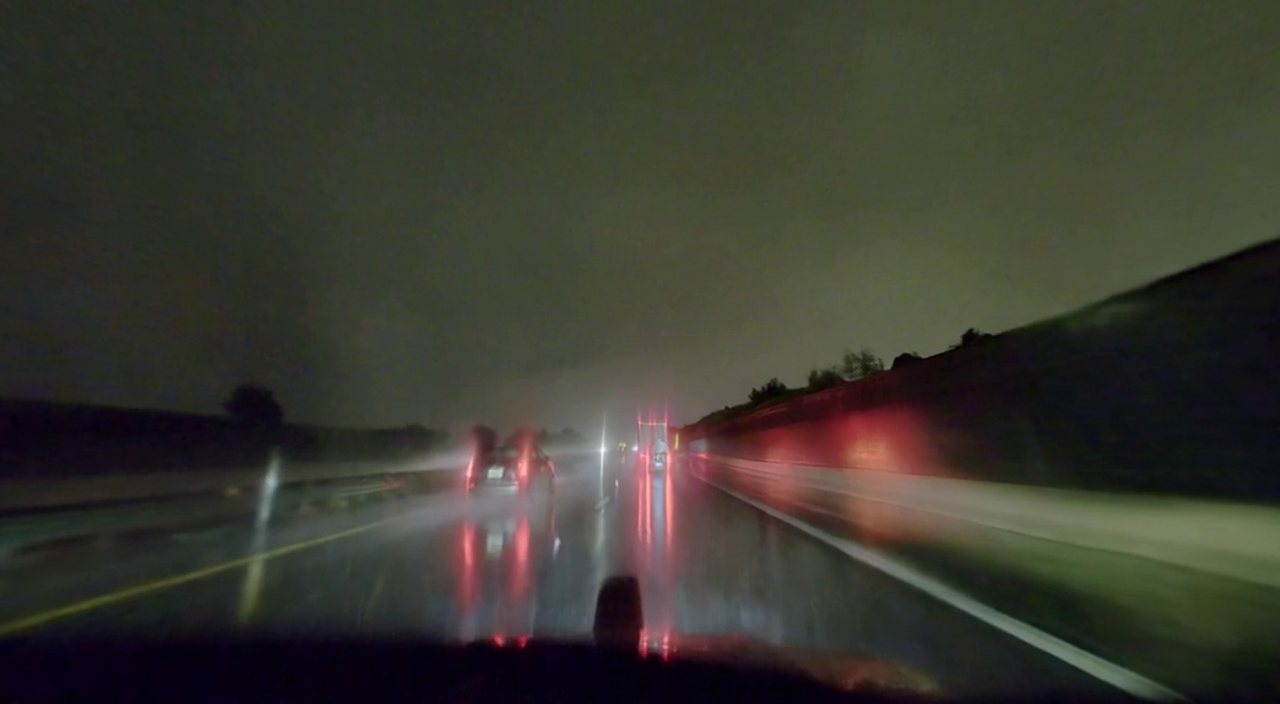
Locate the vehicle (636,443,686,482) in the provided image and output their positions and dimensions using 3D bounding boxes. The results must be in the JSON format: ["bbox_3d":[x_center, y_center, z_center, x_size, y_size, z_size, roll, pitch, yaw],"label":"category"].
[{"bbox_3d":[0.943,5.300,30.338,2.230,1.715,4.243,0,-9,0],"label":"vehicle"}]

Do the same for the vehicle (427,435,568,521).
[{"bbox_3d":[-3.065,2.843,14.695,2.181,1.653,4.691,0,-9,0],"label":"vehicle"}]
